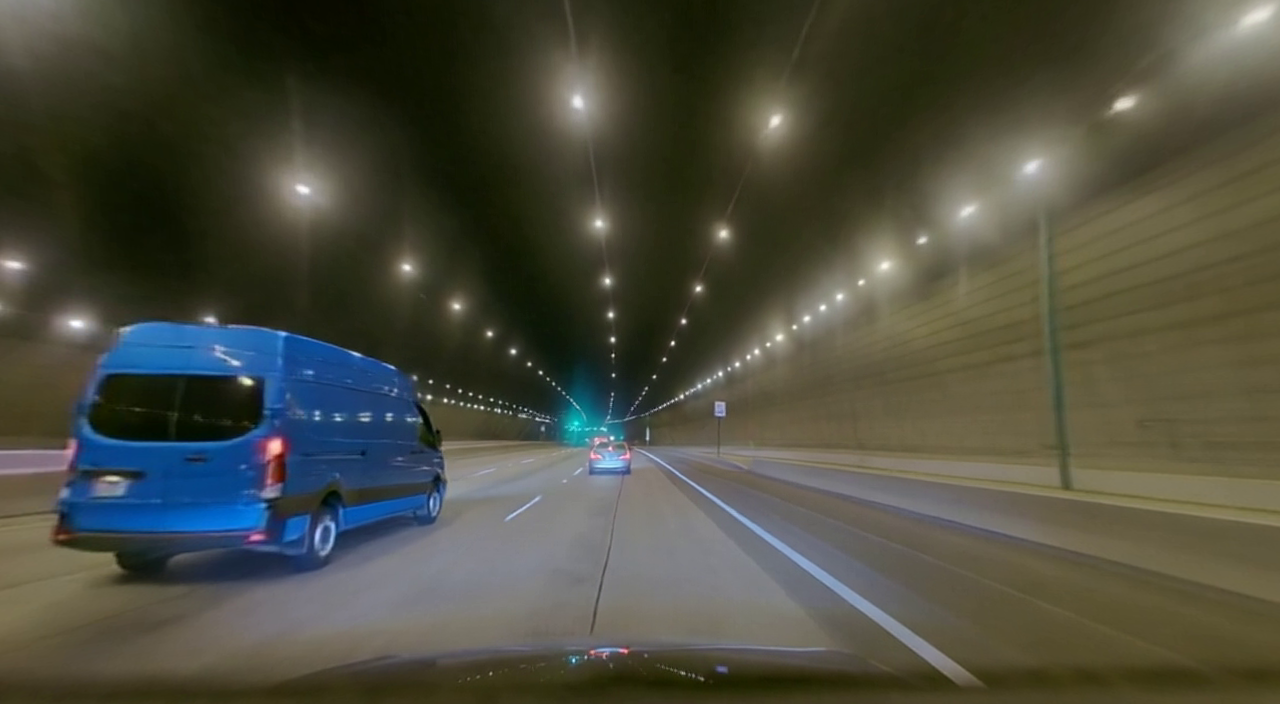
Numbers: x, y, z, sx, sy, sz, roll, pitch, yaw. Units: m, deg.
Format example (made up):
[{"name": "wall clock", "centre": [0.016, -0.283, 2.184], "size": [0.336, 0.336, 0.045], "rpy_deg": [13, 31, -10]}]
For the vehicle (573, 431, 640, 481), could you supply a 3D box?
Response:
[{"name": "vehicle", "centre": [-1.088, 3.576, 21.940], "size": [2.095, 1.553, 4.069], "rpy_deg": [0, -8, -1]}]

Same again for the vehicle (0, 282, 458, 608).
[{"name": "vehicle", "centre": [-4.153, 1.026, 7.404], "size": [2.404, 2.459, 5.229], "rpy_deg": [-1, -8, 1]}]
